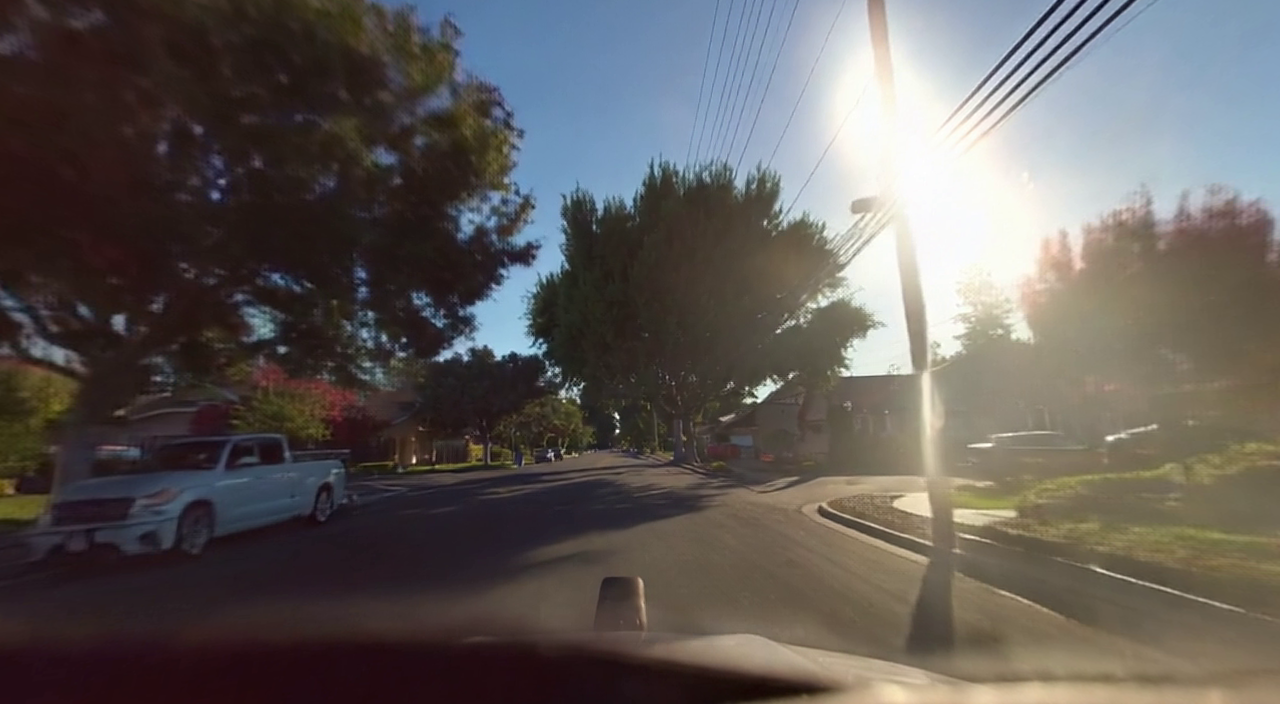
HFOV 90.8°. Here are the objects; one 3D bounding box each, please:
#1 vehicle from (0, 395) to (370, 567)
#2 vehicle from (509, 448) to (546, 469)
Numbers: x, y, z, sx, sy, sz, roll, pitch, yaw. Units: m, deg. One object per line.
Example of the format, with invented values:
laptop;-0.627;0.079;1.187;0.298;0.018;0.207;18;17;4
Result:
vehicle;-7.410;2.183;11.360;2.739;2.164;6.065;-1;-9;-4
vehicle;-8.689;8.239;49.114;2.095;1.491;4.422;0;-8;-1
